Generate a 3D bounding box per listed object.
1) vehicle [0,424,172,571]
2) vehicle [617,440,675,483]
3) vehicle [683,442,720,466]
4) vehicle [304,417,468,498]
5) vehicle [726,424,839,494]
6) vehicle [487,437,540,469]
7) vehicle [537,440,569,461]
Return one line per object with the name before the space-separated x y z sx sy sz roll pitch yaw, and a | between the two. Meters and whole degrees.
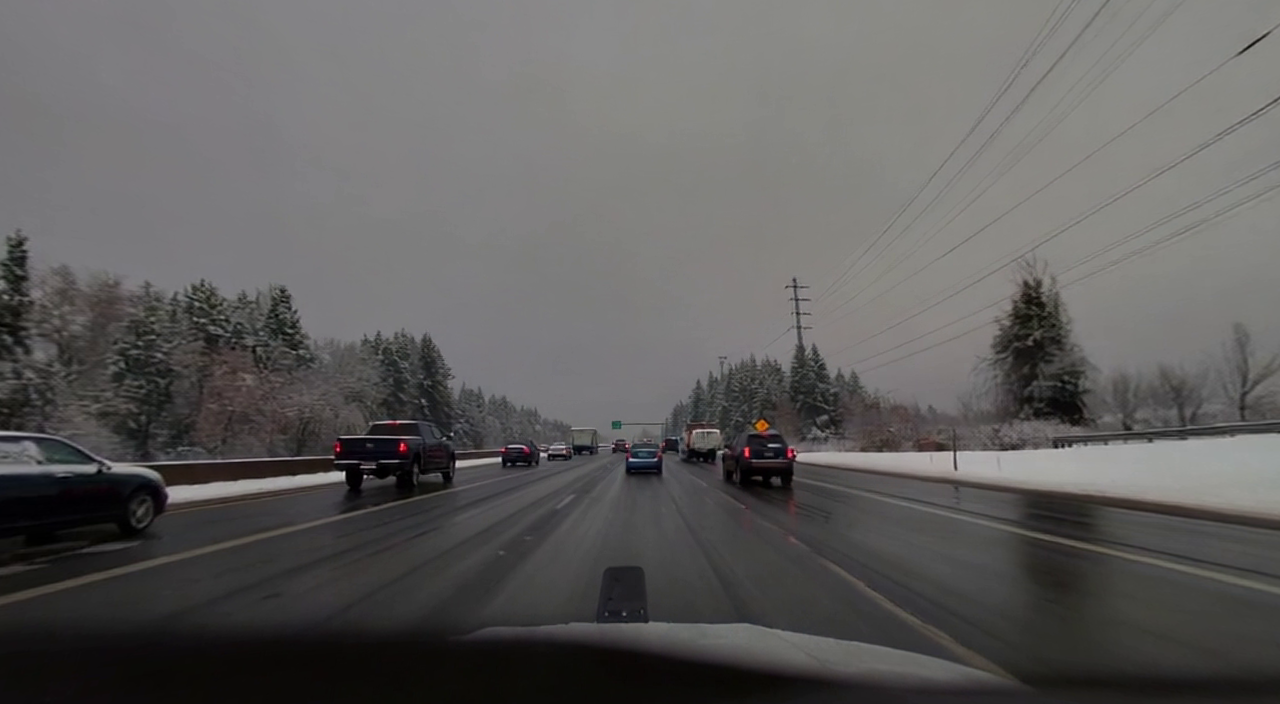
vehicle | -7.498 1.502 6.525 1.911 1.479 4.312 0 -9 1
vehicle | 0.203 4.014 23.476 1.966 1.444 3.986 0 -9 0
vehicle | 3.847 6.445 39.983 1.895 1.429 3.908 0 -9 -1
vehicle | -6.975 2.998 18.258 2.269 1.936 5.777 0 -9 1
vehicle | 4.028 3.125 18.727 2.195 1.778 4.455 0 -9 -1
vehicle | -6.965 5.613 35.138 1.978 1.680 4.263 0 -9 1
vehicle | -6.853 7.799 49.890 1.907 1.586 3.870 0 -9 1
